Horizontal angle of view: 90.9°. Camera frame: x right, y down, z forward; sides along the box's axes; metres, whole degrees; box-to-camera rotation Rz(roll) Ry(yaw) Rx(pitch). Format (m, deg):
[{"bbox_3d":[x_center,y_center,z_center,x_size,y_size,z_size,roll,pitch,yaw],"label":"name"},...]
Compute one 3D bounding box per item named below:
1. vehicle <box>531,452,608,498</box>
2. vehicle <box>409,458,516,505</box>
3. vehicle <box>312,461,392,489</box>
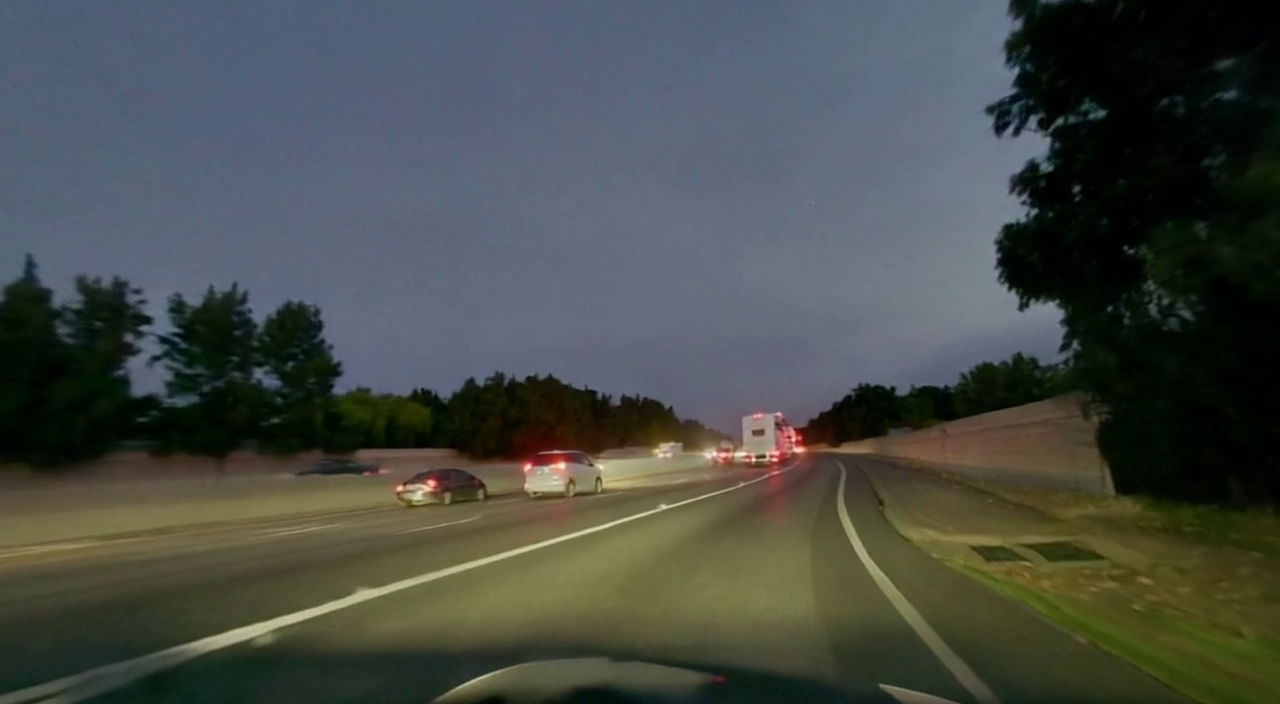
[{"bbox_3d":[-2.590,4.601,23.860,1.778,1.560,3.030,-3,-9,19],"label":"vehicle"},{"bbox_3d":[-6.621,4.874,24.054,1.872,1.536,4.134,-3,-9,18],"label":"vehicle"},{"bbox_3d":[-15.660,6.689,34.505,1.763,1.387,3.841,-3,-9,18],"label":"vehicle"}]
